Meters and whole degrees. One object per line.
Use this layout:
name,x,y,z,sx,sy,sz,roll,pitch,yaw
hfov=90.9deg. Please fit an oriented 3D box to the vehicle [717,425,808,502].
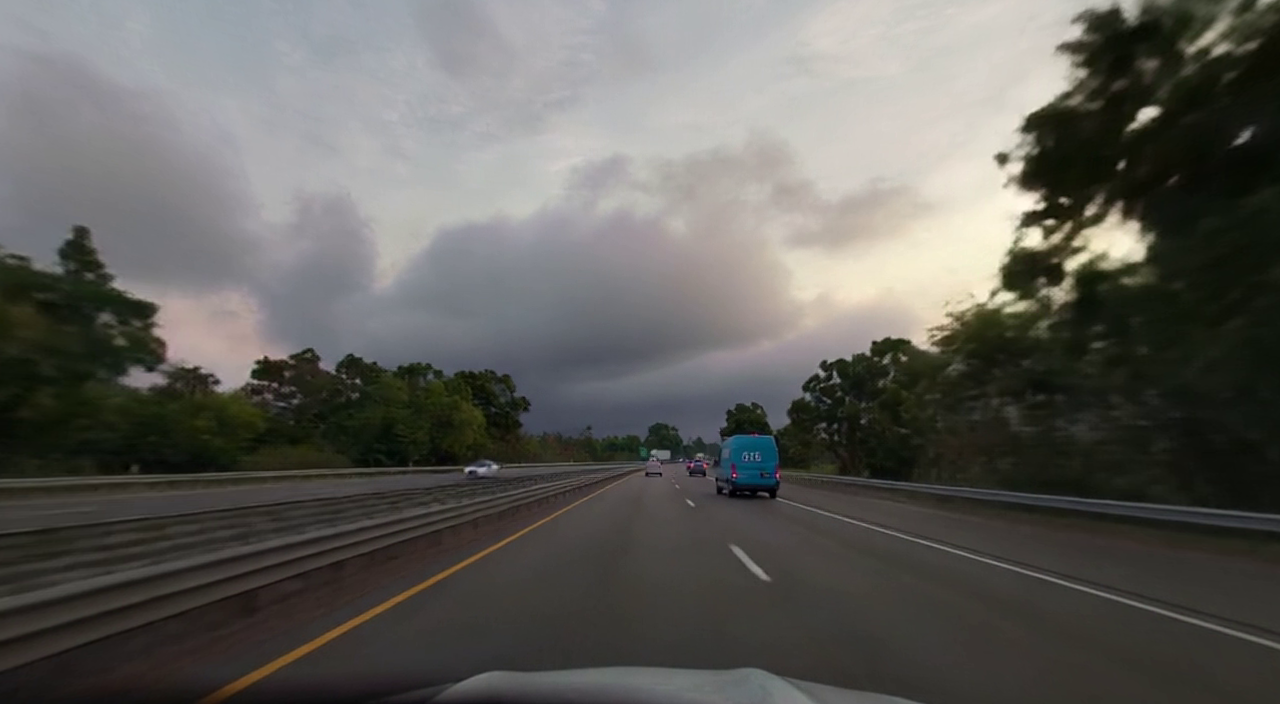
vehicle,4.558,4.379,24.649,2.366,2.595,5.793,0,-11,0

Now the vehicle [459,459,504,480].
vehicle,-11.700,8.715,46.783,1.917,1.465,4.638,0,-11,2
